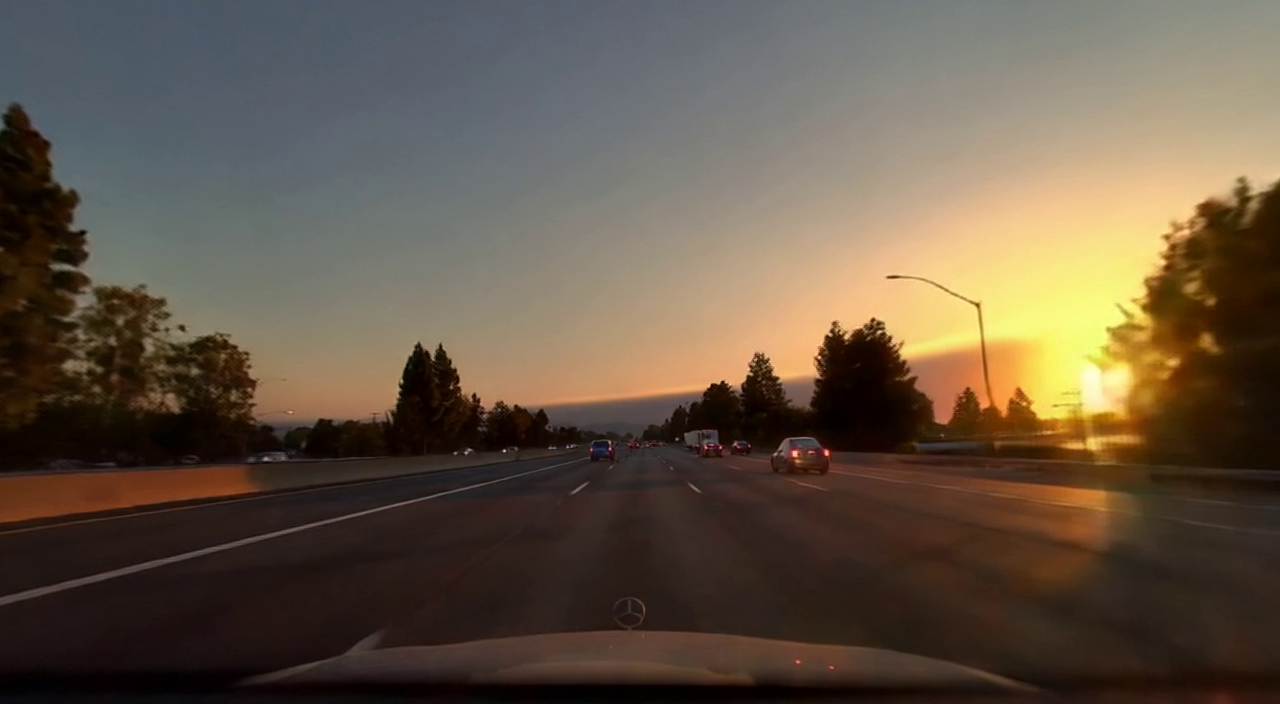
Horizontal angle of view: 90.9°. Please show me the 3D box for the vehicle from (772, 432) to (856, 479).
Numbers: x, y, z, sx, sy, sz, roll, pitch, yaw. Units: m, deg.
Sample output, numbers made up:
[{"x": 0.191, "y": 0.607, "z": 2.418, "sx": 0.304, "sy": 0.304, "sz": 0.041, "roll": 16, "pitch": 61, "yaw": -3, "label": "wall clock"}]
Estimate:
[{"x": 6.802, "y": 4.090, "z": 25.154, "sx": 2.063, "sy": 1.706, "sz": 4.259, "roll": 0, "pitch": -8, "yaw": -1, "label": "vehicle"}]

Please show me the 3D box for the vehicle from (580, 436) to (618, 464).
[{"x": -2.927, "y": 7.196, "z": 46.354, "sx": 2.453, "sy": 1.952, "sz": 5.320, "roll": 0, "pitch": -8, "yaw": 0, "label": "vehicle"}]
